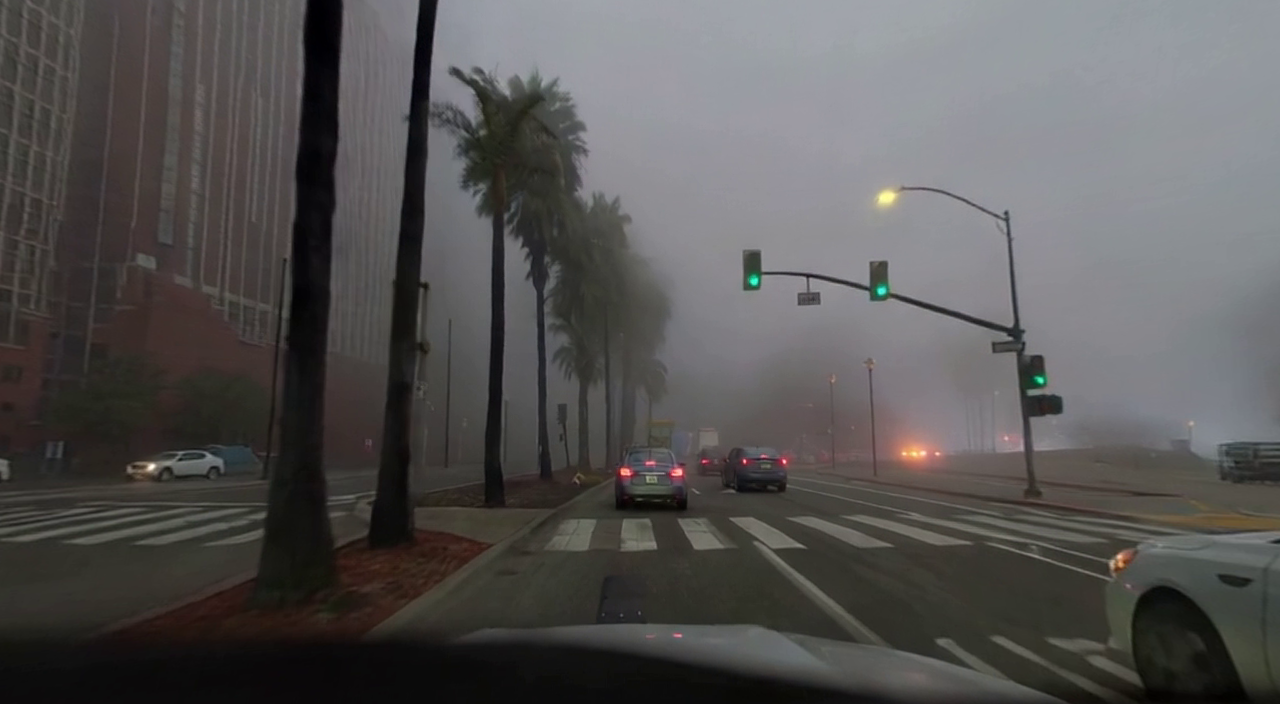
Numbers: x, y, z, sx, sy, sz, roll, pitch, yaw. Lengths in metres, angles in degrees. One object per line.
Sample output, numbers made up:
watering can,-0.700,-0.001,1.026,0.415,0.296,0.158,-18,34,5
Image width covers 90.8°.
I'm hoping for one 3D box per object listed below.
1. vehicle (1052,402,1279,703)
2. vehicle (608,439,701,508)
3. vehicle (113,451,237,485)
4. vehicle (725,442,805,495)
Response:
vehicle,3.557,0.834,1.734,1.920,1.490,4.417,0,-8,1
vehicle,0.384,2.973,15.869,2.048,1.503,3.681,0,-8,2
vehicle,-22.154,5.512,30.371,1.809,1.472,4.601,-2,-9,13
vehicle,3.883,3.661,20.229,1.909,1.500,3.524,0,-8,1
